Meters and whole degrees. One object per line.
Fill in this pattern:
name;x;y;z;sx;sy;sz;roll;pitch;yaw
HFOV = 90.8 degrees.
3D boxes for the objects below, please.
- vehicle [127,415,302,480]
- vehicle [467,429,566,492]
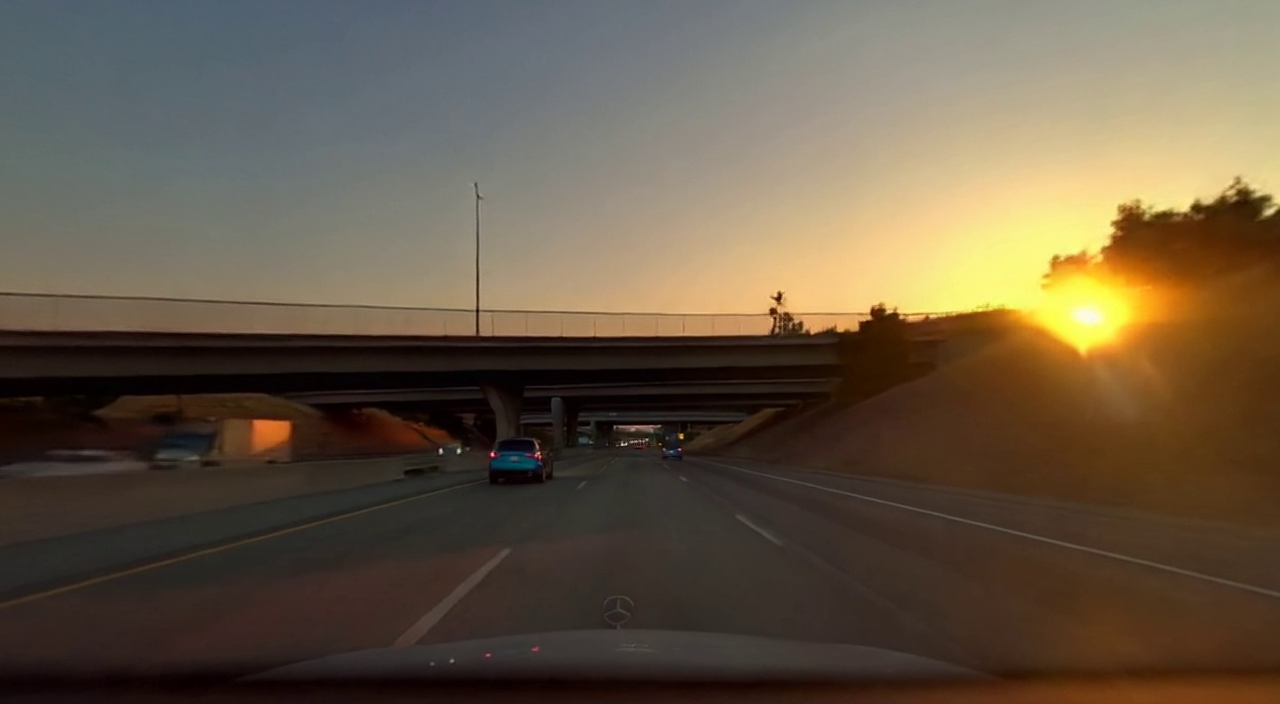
vehicle;-23.303;5.360;35.616;3.133;3.158;9.667;0;-9;0
vehicle;-3.875;3.519;20.854;2.205;1.773;5.124;0;-9;0
